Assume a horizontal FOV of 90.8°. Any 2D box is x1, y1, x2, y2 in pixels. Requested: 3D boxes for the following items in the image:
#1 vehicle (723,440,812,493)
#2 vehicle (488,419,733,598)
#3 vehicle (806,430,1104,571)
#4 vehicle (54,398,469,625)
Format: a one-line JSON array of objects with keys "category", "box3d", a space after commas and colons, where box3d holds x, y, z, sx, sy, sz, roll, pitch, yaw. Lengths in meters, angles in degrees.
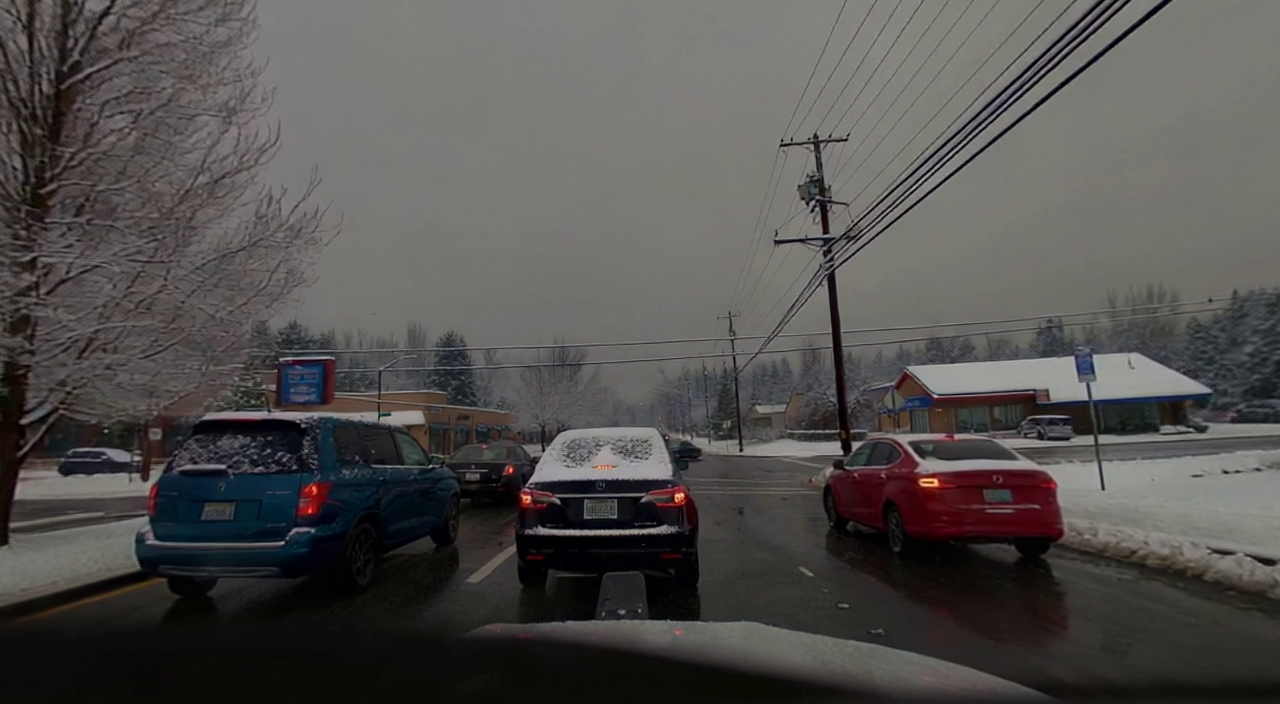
[{"category": "vehicle", "box3d": [3.816, 3.494, 19.679, 1.876, 1.456, 4.025, 0, -9, -1]}, {"category": "vehicle", "box3d": [-0.310, 1.631, 7.392, 2.097, 1.511, 3.809, 0, -9, -2]}, {"category": "vehicle", "box3d": [3.918, 1.898, 8.925, 1.909, 1.473, 4.361, 0, -9, -1]}, {"category": "vehicle", "box3d": [-3.439, 1.520, 6.972, 1.979, 1.697, 4.254, 0, -9, -1]}]
